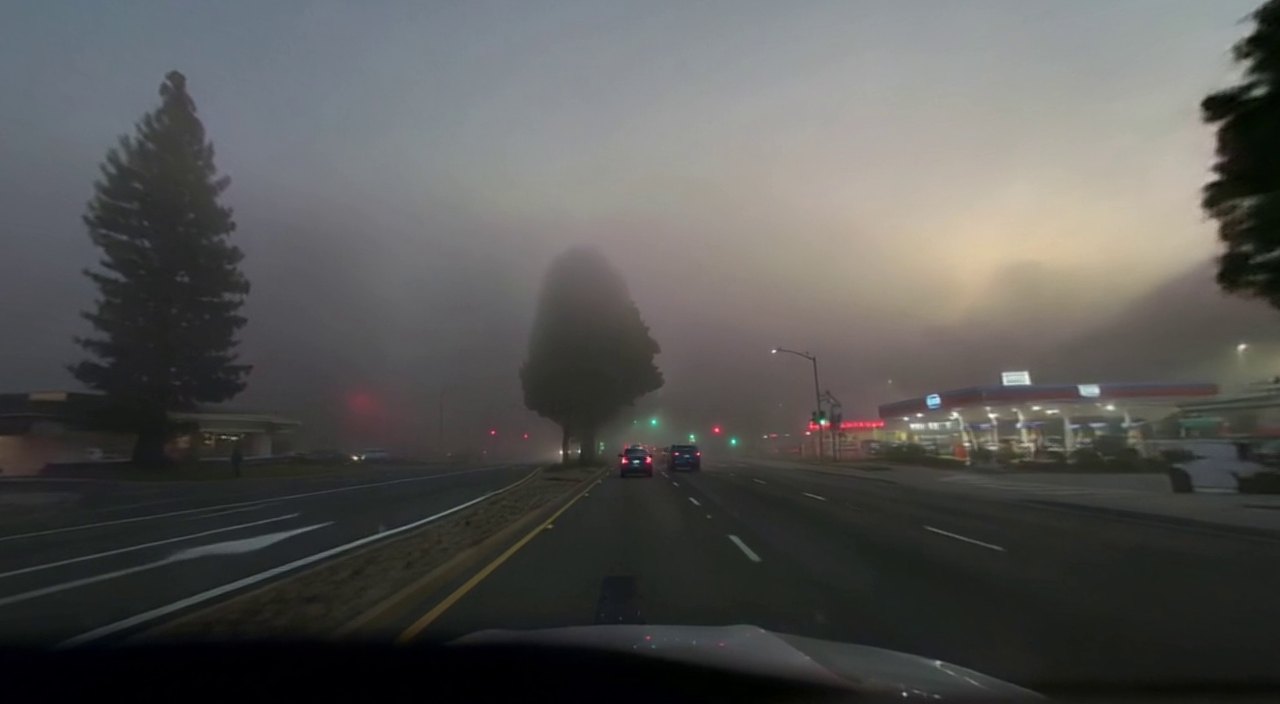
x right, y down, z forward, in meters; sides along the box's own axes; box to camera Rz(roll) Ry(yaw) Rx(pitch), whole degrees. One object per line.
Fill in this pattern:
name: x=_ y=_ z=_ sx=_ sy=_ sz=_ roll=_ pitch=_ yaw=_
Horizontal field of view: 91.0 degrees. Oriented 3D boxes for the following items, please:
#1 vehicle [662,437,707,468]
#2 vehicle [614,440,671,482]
vehicle: x=3.122 y=7.291 z=45.784 sx=2.731 sy=2.101 sz=6.047 roll=0 pitch=-9 yaw=-1
vehicle: x=0.072 y=4.413 z=25.734 sx=2.145 sy=1.572 sz=4.021 roll=0 pitch=-9 yaw=-1
